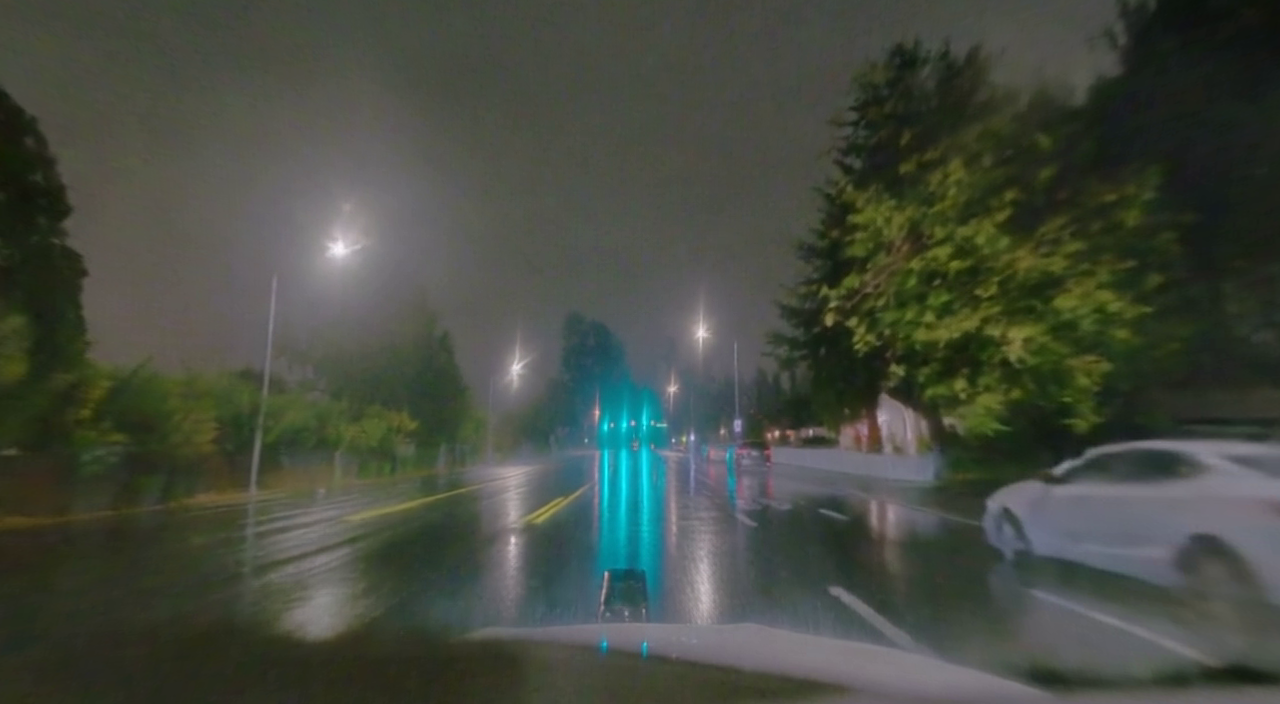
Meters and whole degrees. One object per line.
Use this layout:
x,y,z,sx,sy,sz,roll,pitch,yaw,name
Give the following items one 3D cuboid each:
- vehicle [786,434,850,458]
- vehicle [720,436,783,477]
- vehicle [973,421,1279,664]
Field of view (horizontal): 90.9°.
13.662,7.251,48.609,4.283,1.750,2.227,0,-9,3,vehicle
5.132,4.898,29.699,2.069,1.743,4.595,0,-9,0,vehicle
4.994,1.358,5.085,2.032,1.478,5.040,0,-9,2,vehicle
